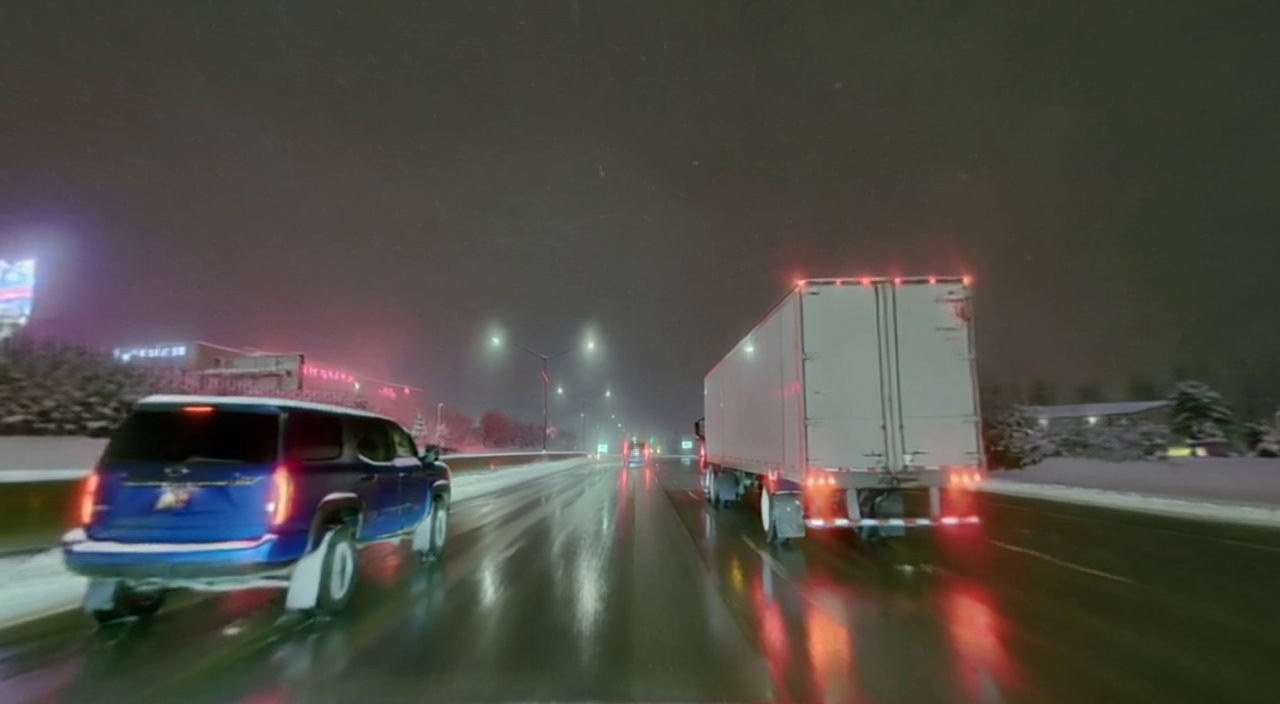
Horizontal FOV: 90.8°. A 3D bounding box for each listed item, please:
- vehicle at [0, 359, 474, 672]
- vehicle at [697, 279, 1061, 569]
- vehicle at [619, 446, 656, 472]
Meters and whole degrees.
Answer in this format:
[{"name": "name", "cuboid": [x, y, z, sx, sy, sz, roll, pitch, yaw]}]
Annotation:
[{"name": "vehicle", "cuboid": [-3.356, 1.287, 6.070, 2.229, 1.806, 4.698, 0, -9, 0]}, {"name": "vehicle", "cuboid": [3.175, 1.585, 12.717, 2.934, 3.325, 10.986, 0, -9, -1]}, {"name": "vehicle", "cuboid": [-0.151, 6.010, 35.761, 1.929, 1.395, 3.999, 0, -8, 0]}]
